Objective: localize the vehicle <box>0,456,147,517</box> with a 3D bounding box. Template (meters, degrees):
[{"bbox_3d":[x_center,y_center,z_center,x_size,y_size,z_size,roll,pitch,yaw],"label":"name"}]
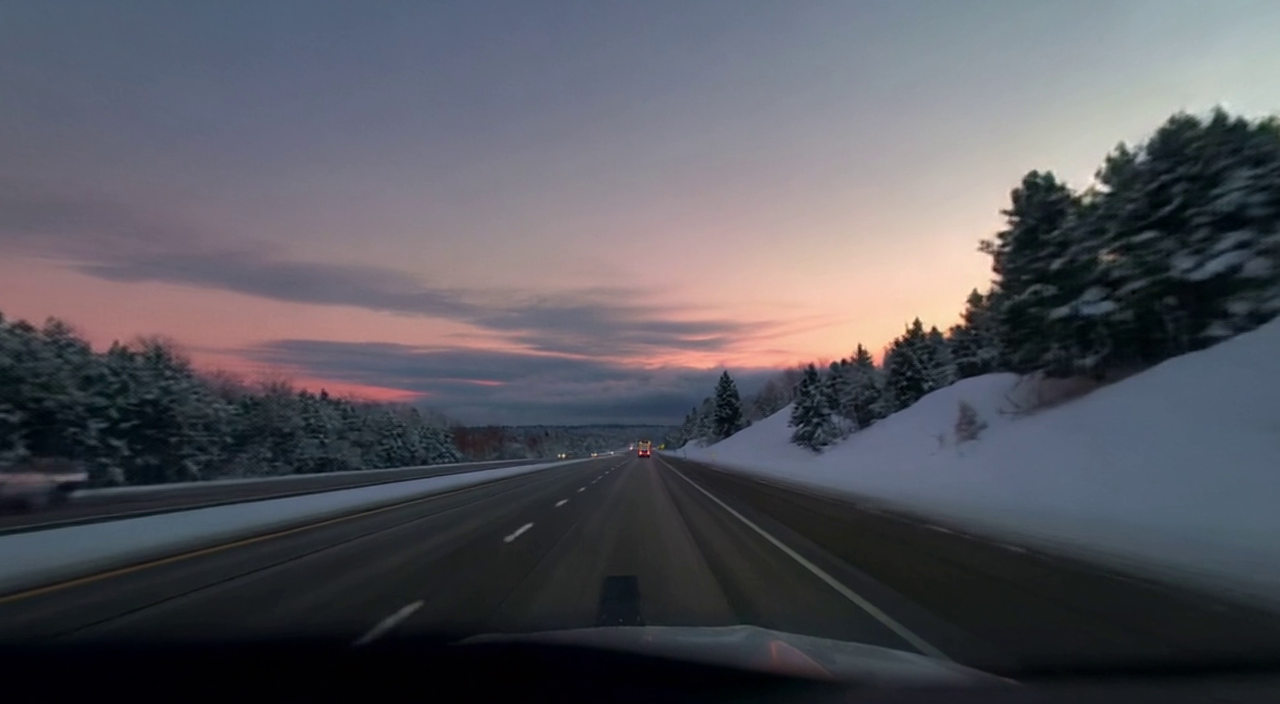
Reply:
[{"bbox_3d":[-16.597,3.631,17.515,2.012,1.417,4.618,0,-9,1],"label":"vehicle"}]
